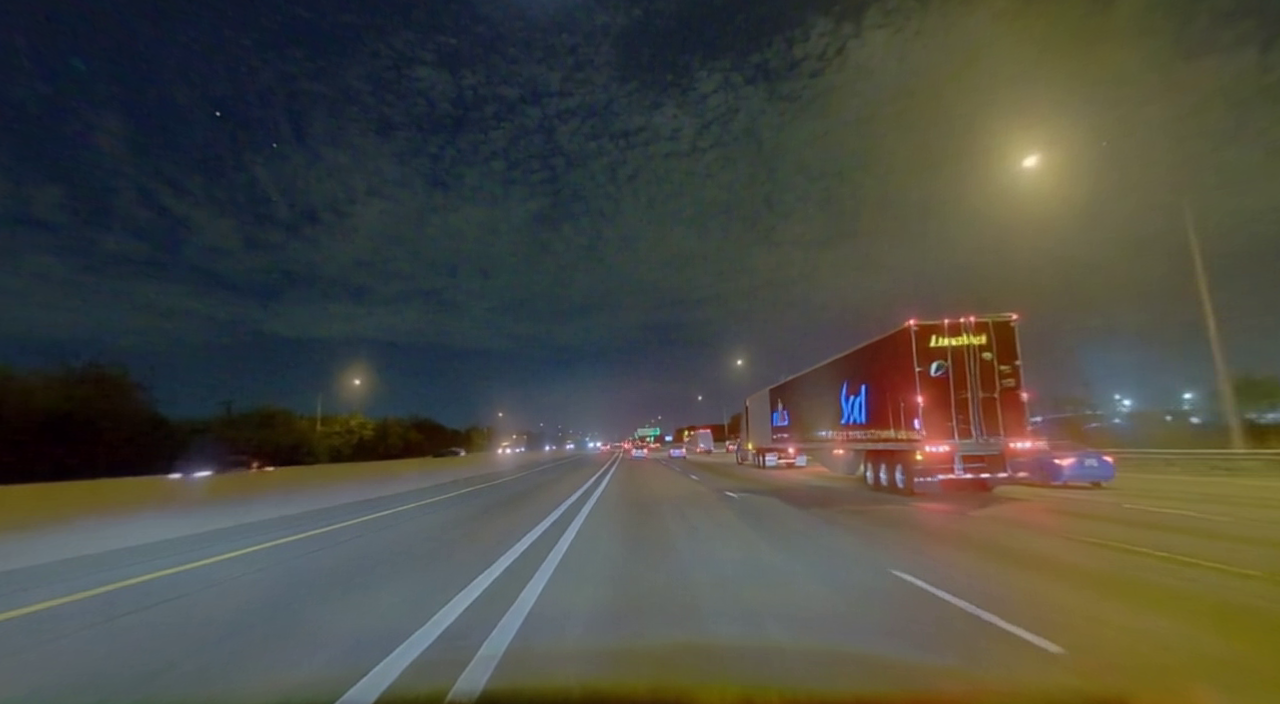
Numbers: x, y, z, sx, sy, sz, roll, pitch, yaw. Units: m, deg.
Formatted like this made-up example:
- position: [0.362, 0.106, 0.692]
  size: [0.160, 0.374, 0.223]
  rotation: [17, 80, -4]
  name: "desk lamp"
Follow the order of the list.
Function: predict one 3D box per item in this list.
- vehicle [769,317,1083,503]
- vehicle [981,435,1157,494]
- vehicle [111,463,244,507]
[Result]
- position: [7.992, 2.483, 22.284]
  size: [2.892, 4.128, 16.495]
  rotation: [0, -9, -2]
  name: "vehicle"
- position: [12.064, 3.191, 18.240]
  size: [1.862, 1.462, 4.459]
  rotation: [0, -9, -1]
  name: "vehicle"
- position: [-18.641, 5.339, 25.784]
  size: [2.023, 1.481, 4.530]
  rotation: [0, -9, -1]
  name: "vehicle"
